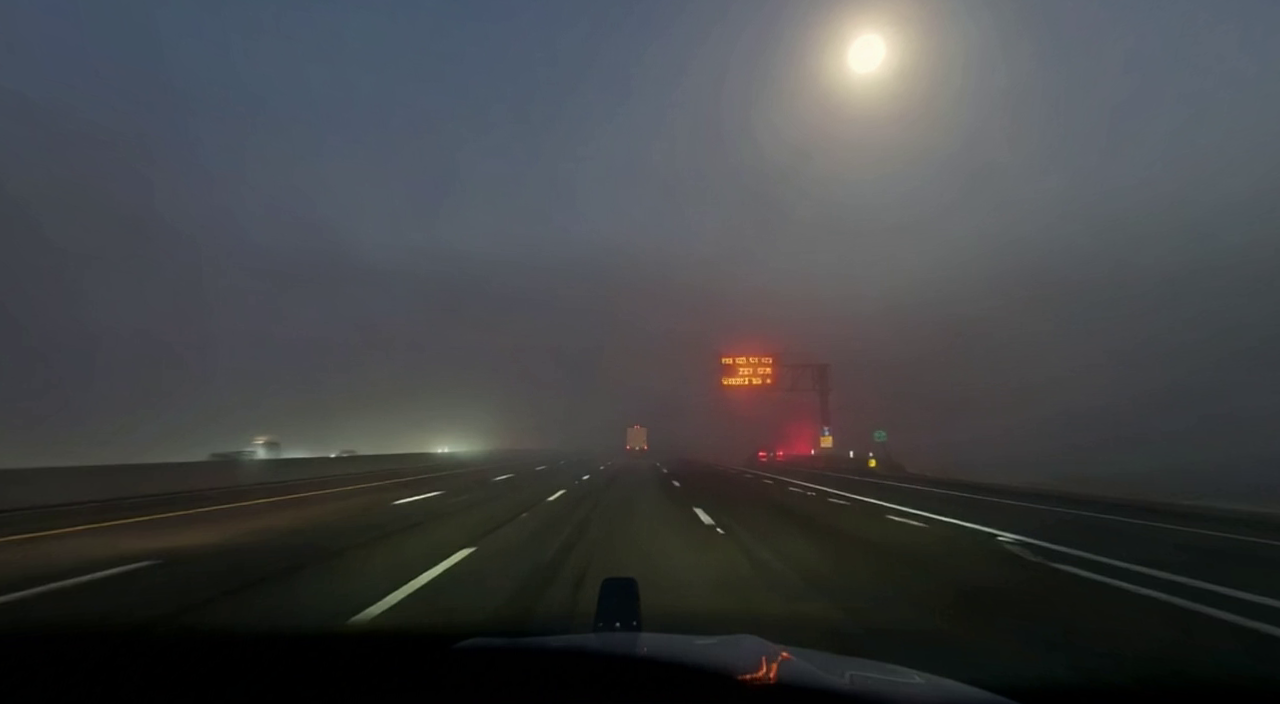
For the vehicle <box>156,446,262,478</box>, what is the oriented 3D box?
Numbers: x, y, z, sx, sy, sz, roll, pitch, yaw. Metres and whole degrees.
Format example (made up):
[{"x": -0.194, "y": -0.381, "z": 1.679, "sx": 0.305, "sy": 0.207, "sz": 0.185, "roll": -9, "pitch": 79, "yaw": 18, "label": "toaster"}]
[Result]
[{"x": -22.287, "y": 5.676, "z": 32.978, "sx": 2.007, "sy": 1.444, "sz": 5.016, "roll": 0, "pitch": -8, "yaw": 1, "label": "vehicle"}]
